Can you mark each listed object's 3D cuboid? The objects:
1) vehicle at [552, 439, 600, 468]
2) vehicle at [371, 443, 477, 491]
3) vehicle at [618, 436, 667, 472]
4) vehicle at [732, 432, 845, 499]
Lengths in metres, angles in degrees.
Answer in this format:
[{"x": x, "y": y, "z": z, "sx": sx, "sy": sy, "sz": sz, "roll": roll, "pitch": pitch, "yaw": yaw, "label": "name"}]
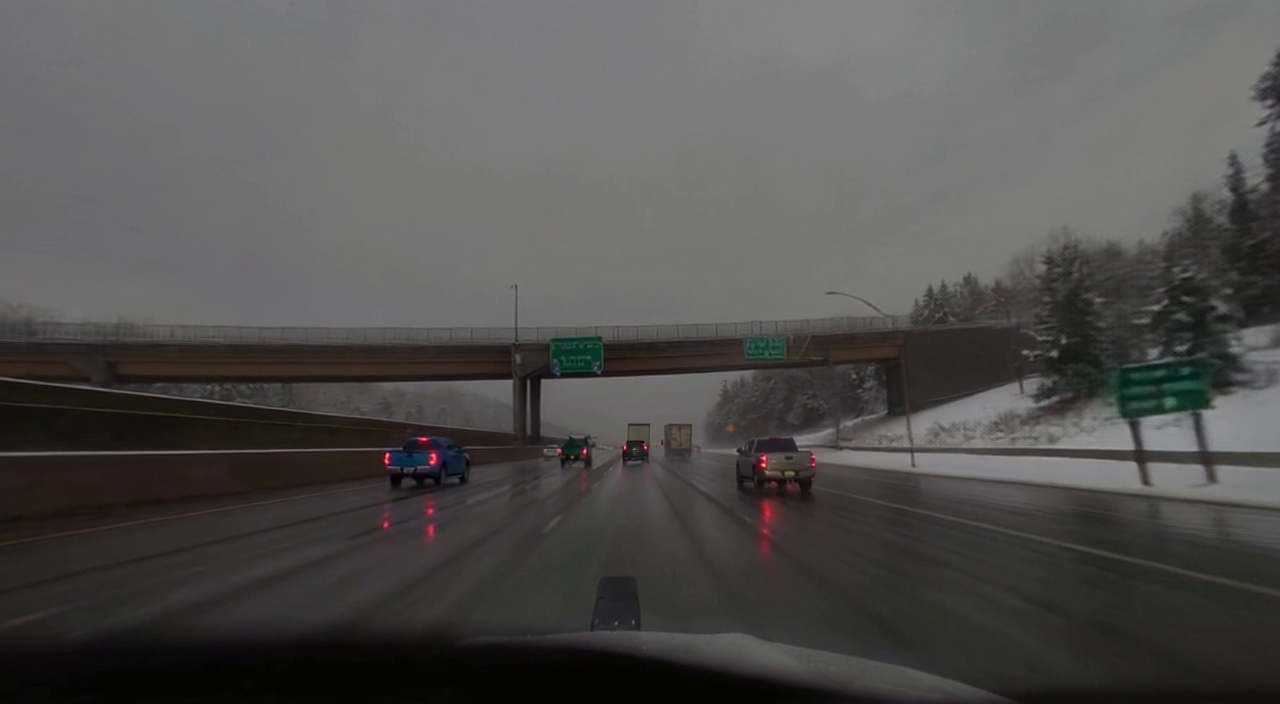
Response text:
[{"x": -4.011, "y": 6.500, "z": 40.654, "sx": 2.535, "sy": 1.715, "sz": 5.030, "roll": 0, "pitch": -9, "yaw": 0, "label": "vehicle"}, {"x": -7.188, "y": 3.841, "z": 21.588, "sx": 1.947, "sy": 1.444, "sz": 4.595, "roll": 0, "pitch": -9, "yaw": 1, "label": "vehicle"}, {"x": 0.125, "y": 5.774, "z": 35.985, "sx": 2.572, "sy": 1.837, "sz": 5.693, "roll": 0, "pitch": -9, "yaw": 0, "label": "vehicle"}, {"x": 3.984, "y": 3.127, "z": 17.748, "sx": 2.119, "sy": 1.653, "sz": 4.000, "roll": 0, "pitch": -9, "yaw": -1, "label": "vehicle"}]
